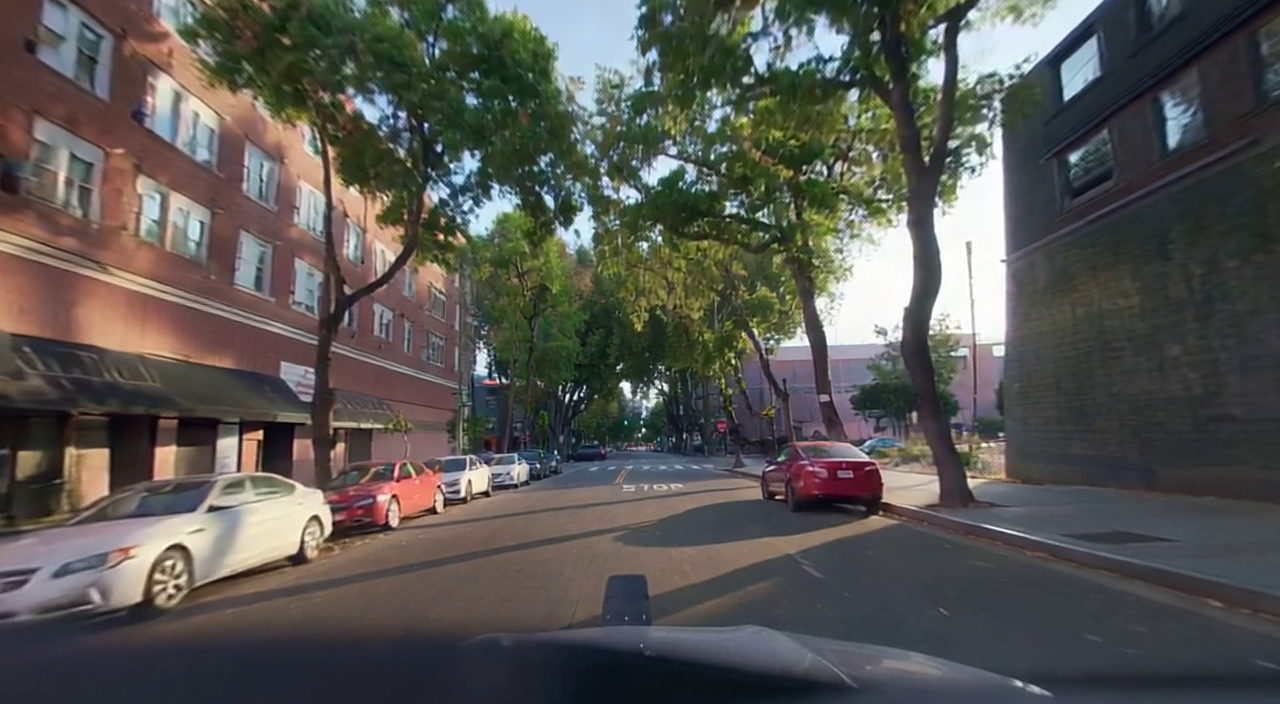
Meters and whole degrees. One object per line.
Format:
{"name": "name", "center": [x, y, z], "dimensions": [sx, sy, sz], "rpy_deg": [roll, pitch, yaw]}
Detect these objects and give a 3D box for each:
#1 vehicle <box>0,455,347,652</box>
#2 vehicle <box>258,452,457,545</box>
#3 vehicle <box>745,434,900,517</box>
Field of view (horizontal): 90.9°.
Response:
{"name": "vehicle", "center": [-5.382, 1.958, 7.204], "dimensions": [2.089, 1.463, 4.350], "rpy_deg": [0, -8, -2]}
{"name": "vehicle", "center": [-5.432, 2.839, 13.042], "dimensions": [1.873, 1.448, 5.013], "rpy_deg": [0, -8, -1]}
{"name": "vehicle", "center": [3.845, 2.664, 14.148], "dimensions": [1.978, 1.554, 4.192], "rpy_deg": [0, -8, -4]}
